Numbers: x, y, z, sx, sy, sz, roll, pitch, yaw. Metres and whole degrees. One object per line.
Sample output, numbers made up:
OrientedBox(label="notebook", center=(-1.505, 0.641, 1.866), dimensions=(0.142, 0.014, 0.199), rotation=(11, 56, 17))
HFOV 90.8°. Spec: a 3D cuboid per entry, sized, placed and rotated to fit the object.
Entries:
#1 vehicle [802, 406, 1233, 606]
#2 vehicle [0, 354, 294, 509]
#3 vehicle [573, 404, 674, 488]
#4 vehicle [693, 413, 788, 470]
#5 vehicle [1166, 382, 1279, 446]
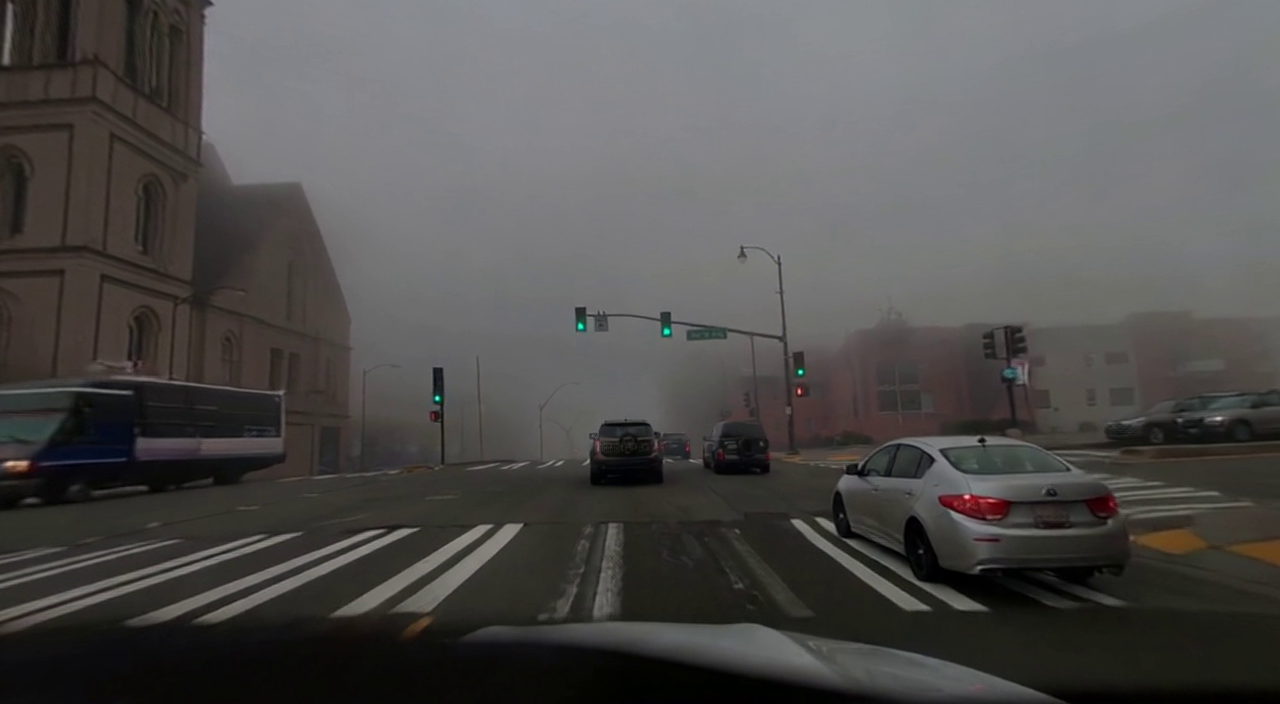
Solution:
OrientedBox(label="vehicle", center=(3.426, 1.471, 7.023), dimensions=(1.883, 1.472, 4.471), rotation=(0, -8, -2))
OrientedBox(label="vehicle", center=(-14.905, 2.543, 19.791), dimensions=(3.126, 3.773, 8.662), rotation=(0, -8, 0))
OrientedBox(label="vehicle", center=(-0.488, 2.323, 15.711), dimensions=(2.168, 1.776, 4.135), rotation=(0, -8, -4))
OrientedBox(label="vehicle", center=(2.824, 2.644, 18.719), dimensions=(1.890, 1.491, 4.166), rotation=(0, -8, -4))
OrientedBox(label="vehicle", center=(17.052, 1.694, 16.809), dimensions=(4.255, 1.590, 1.999), rotation=(0, -8, 0))
